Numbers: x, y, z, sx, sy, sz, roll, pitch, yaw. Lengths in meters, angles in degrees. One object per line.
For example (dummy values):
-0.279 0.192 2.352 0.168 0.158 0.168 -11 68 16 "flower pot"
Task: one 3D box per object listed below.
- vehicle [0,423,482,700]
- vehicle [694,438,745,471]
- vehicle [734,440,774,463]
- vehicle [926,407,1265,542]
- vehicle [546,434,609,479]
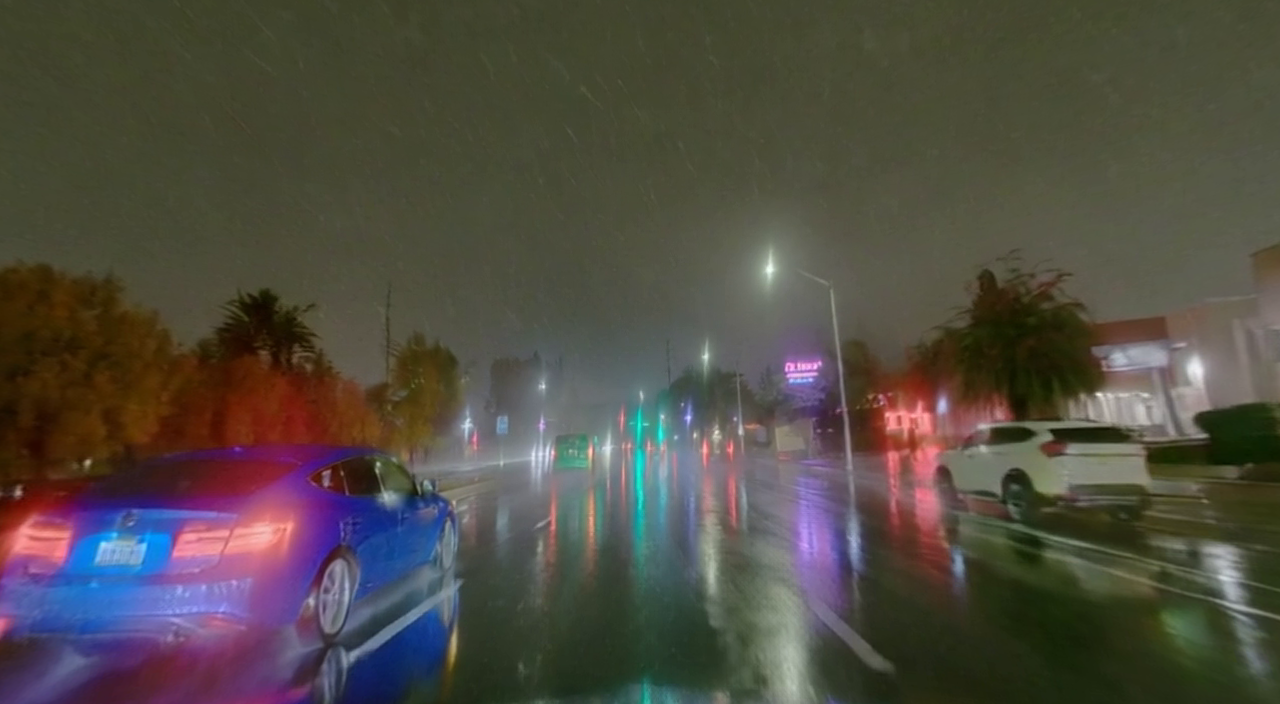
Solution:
-3.131 1.486 5.849 1.956 1.460 4.802 -1 -8 2 "vehicle"
3.886 5.087 31.476 1.904 1.490 4.299 0 -8 0 "vehicle"
7.804 6.831 43.504 1.942 1.481 4.447 0 -9 0 "vehicle"
7.239 2.011 10.973 2.198 1.788 4.941 0 -8 0 "vehicle"
-2.638 4.570 27.853 2.193 1.788 4.603 -1 -8 1 "vehicle"
